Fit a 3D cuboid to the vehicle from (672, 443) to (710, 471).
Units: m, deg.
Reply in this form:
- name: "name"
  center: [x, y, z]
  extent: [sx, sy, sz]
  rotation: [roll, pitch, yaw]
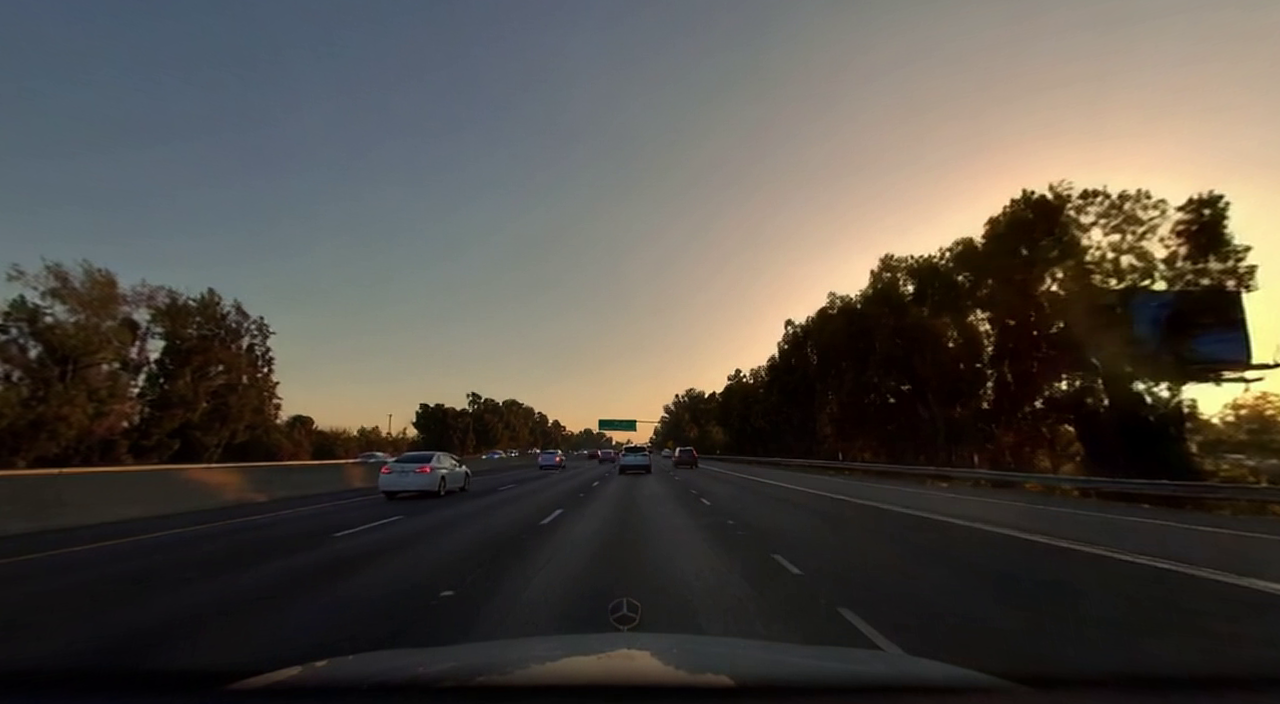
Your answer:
- name: "vehicle"
  center: [3.201, 6.689, 40.365]
  extent: [1.925, 1.716, 4.378]
  rotation: [0, -9, -2]

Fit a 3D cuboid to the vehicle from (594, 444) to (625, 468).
- name: "vehicle"
  center: [-2.370, 7.967, 48.280]
  extent: [2.223, 1.722, 4.177]
  rotation: [1, -9, -4]

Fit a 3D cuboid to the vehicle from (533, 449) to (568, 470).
- name: "vehicle"
  center: [-6.570, 7.943, 46.823]
  extent: [1.892, 1.468, 4.792]
  rotation: [0, -9, 0]

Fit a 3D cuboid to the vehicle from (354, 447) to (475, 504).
- name: "vehicle"
  center: [-6.624, 3.641, 19.149]
  extent: [1.918, 1.509, 4.736]
  rotation: [0, -9, 0]

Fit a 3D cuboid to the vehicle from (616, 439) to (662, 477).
- name: "vehicle"
  center: [-0.064, 5.268, 31.601]
  extent: [2.127, 1.749, 4.776]
  rotation: [0, -9, 0]
